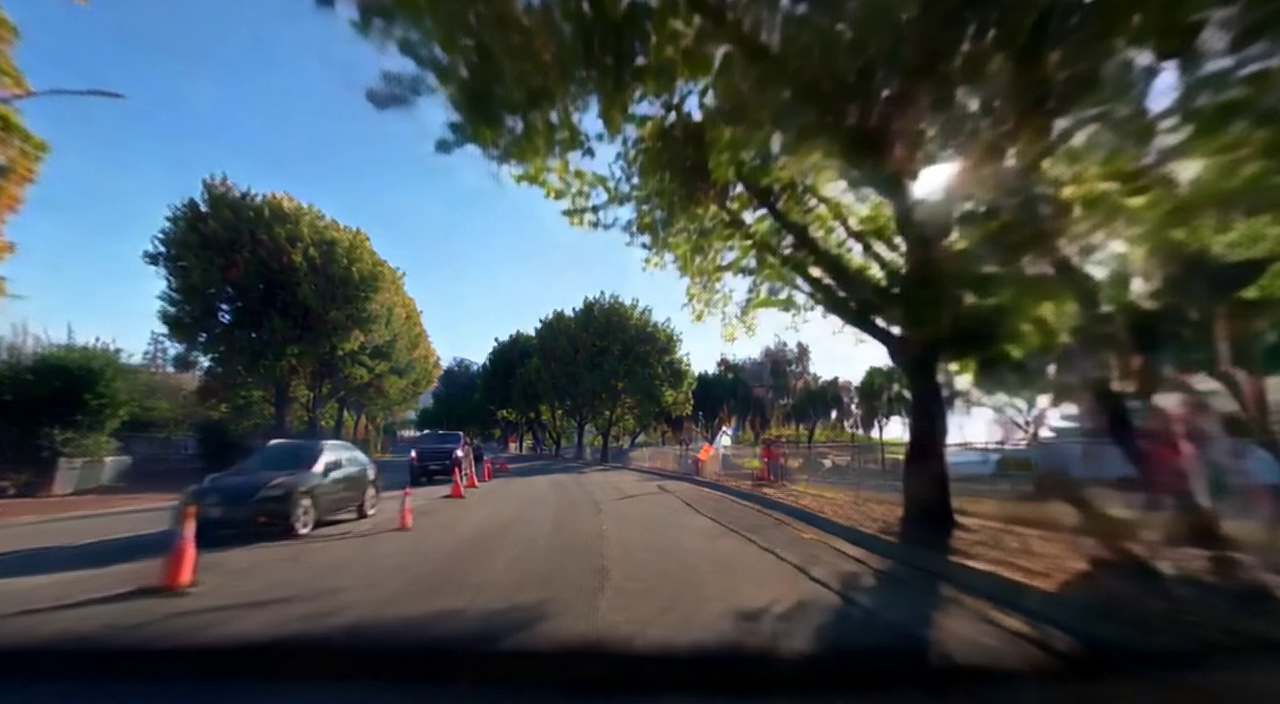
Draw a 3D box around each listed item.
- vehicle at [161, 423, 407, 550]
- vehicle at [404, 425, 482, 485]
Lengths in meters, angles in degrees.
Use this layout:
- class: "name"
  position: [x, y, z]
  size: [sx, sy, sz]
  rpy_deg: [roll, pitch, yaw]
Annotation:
- class: "vehicle"
  position: [-6.069, 2.298, 11.580]
  size: [2.019, 1.840, 4.437]
  rpy_deg: [0, -8, -2]
- class: "vehicle"
  position: [-7.758, 4.076, 25.330]
  size: [2.260, 2.162, 4.555]
  rpy_deg: [1, -8, -9]
